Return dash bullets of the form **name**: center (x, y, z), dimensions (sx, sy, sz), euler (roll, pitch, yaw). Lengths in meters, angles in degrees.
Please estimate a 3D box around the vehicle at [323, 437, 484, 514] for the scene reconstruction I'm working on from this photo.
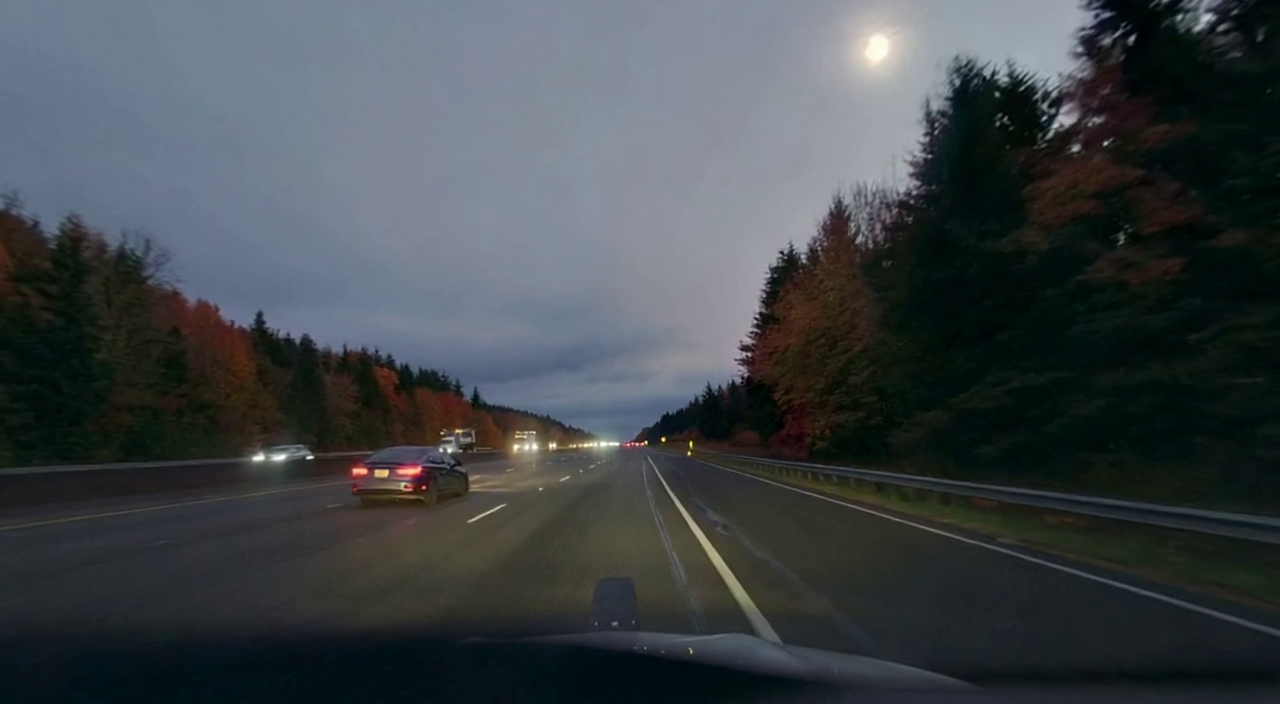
- **vehicle**: center (-5.166, 2.717, 14.497), dimensions (2.004, 1.497, 4.260), euler (0, -8, 1)

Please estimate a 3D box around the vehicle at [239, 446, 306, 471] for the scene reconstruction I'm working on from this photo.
- **vehicle**: center (-24.331, 7.040, 41.828), dimensions (1.799, 1.465, 4.286), euler (0, -8, 1)
